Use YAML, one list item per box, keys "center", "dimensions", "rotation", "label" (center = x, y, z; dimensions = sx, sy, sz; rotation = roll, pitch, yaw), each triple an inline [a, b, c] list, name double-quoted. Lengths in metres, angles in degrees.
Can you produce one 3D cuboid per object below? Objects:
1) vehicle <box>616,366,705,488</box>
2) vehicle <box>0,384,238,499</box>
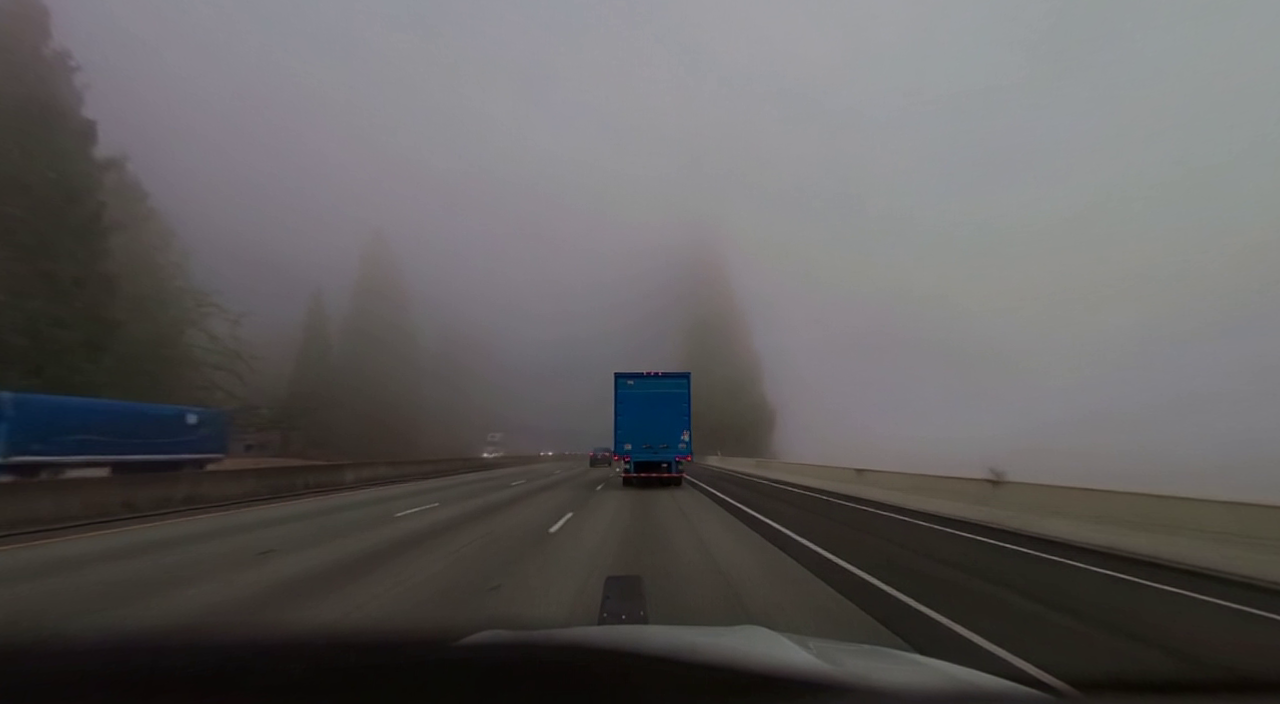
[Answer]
- center: [0.624, 3.222, 25.741]
  dimensions: [2.898, 3.973, 10.063]
  rotation: [0, -9, 0]
  label: "vehicle"
- center: [-24.179, 4.076, 28.009]
  dimensions: [3.013, 4.037, 14.686]
  rotation: [0, -9, 0]
  label: "vehicle"
